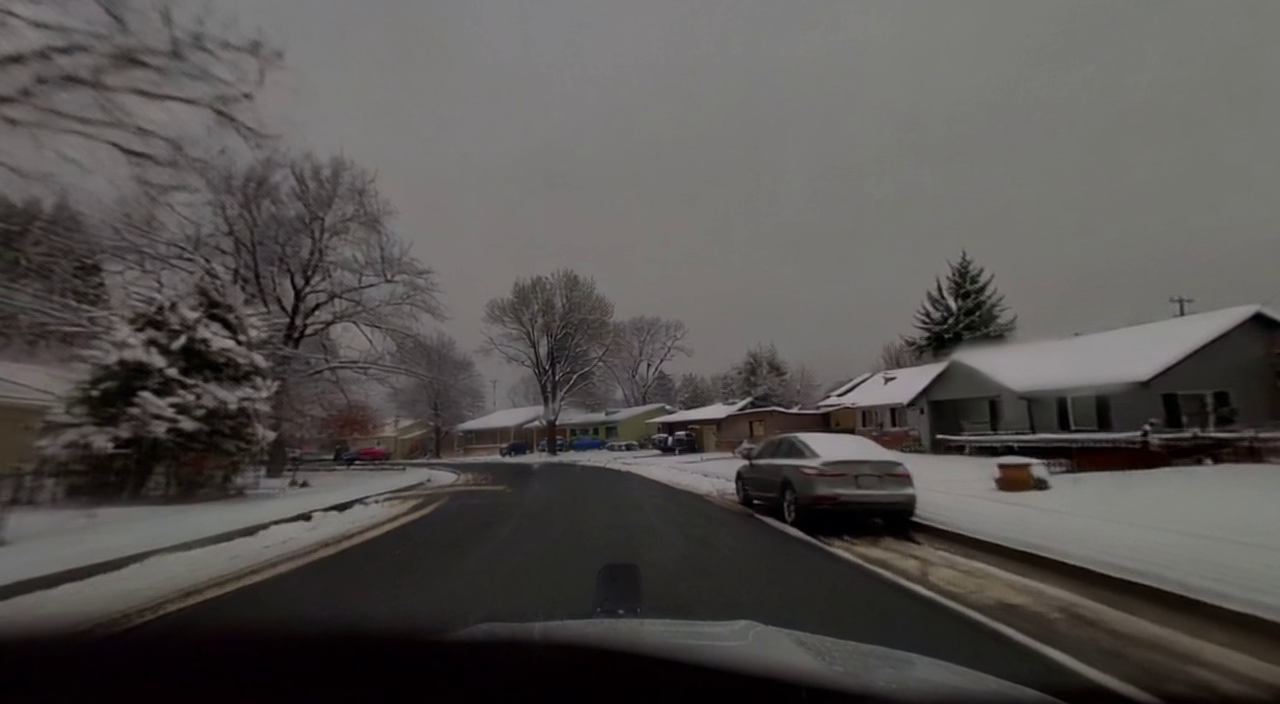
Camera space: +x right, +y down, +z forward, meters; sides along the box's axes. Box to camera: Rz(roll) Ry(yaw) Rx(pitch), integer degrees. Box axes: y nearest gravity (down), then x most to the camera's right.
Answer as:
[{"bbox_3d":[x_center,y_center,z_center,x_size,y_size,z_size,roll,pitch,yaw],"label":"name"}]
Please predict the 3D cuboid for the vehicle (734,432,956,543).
[{"bbox_3d":[3.159,2.189,10.969,1.998,1.489,4.722,0,-8,-4],"label":"vehicle"}]

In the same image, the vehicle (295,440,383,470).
[{"bbox_3d":[-18.064,6.176,37.835,4.330,1.657,2.037,-2,-9,14],"label":"vehicle"}]
